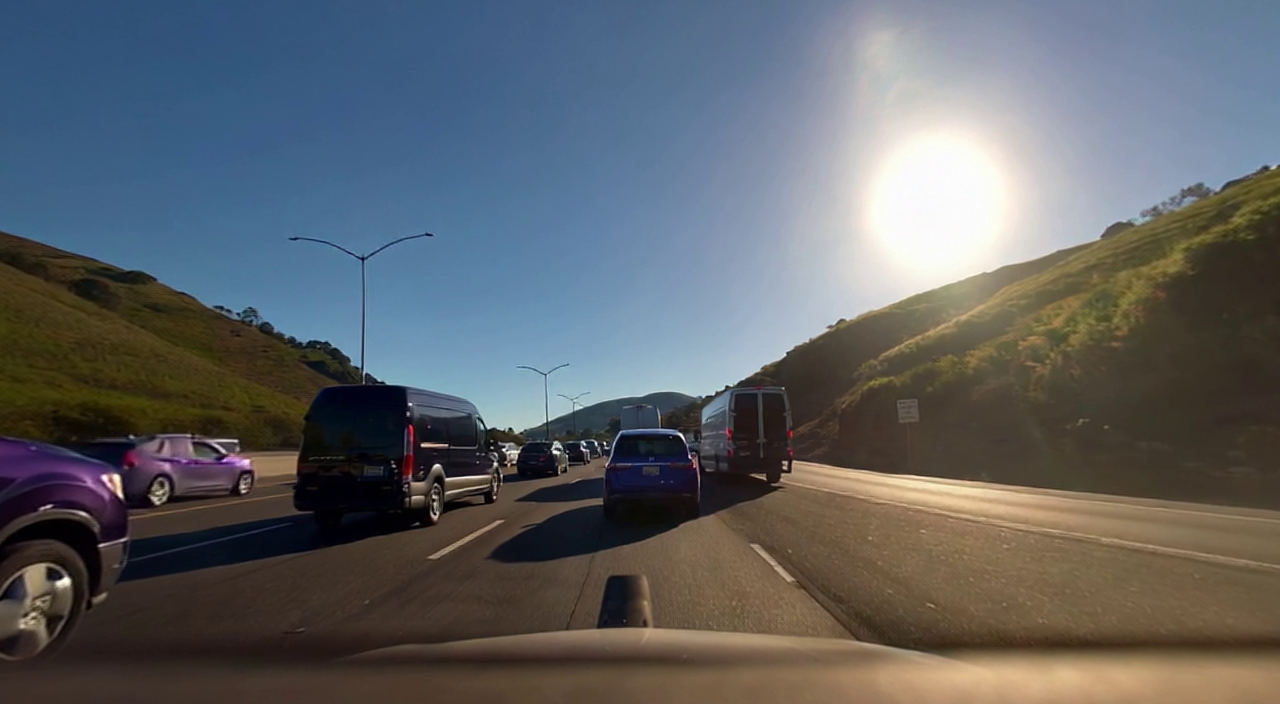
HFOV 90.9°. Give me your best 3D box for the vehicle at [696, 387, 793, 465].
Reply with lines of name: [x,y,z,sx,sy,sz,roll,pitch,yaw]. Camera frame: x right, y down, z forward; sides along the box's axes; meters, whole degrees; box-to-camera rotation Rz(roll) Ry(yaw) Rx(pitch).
vehicle: [6.540,5.318,43.348,2.989,4.277,16.586,0,-8,-3]

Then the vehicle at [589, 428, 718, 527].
vehicle: [0.174,2.249,11.838,2.003,1.499,3.930,0,-8,-1]

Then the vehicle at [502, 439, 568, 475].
vehicle: [-4.485,4.562,27.658,2.007,1.457,4.447,-1,-8,1]

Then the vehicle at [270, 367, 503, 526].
vehicle: [-4.649,1.913,12.933,2.300,2.522,5.701,0,-8,1]

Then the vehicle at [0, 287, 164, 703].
vehicle: [-4.245,0.476,1.329,2.195,2.086,5.445,0,-8,0]
